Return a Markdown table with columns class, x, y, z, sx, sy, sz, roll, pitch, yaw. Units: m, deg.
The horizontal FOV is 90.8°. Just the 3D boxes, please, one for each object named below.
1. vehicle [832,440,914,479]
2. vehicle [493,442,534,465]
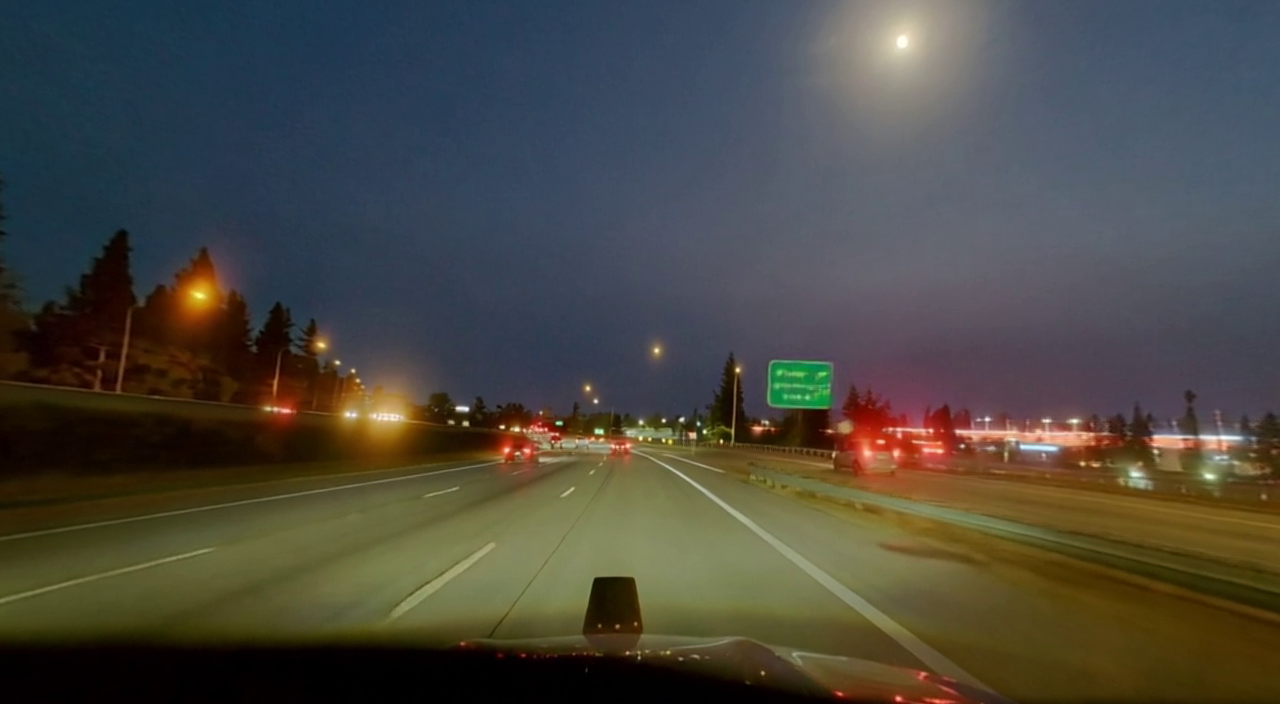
| class | x | y | z | sx | sy | sz | roll | pitch | yaw |
| --- | --- | --- | --- | --- | --- | --- | --- | --- | --- |
| vehicle | 11.414 | 5.270 | 31.300 | 2.023 | 1.782 | 4.193 | 1 | -9 | -8 |
| vehicle | -8.527 | 6.880 | 43.051 | 2.009 | 1.454 | 4.250 | 0 | -9 | -1 |
